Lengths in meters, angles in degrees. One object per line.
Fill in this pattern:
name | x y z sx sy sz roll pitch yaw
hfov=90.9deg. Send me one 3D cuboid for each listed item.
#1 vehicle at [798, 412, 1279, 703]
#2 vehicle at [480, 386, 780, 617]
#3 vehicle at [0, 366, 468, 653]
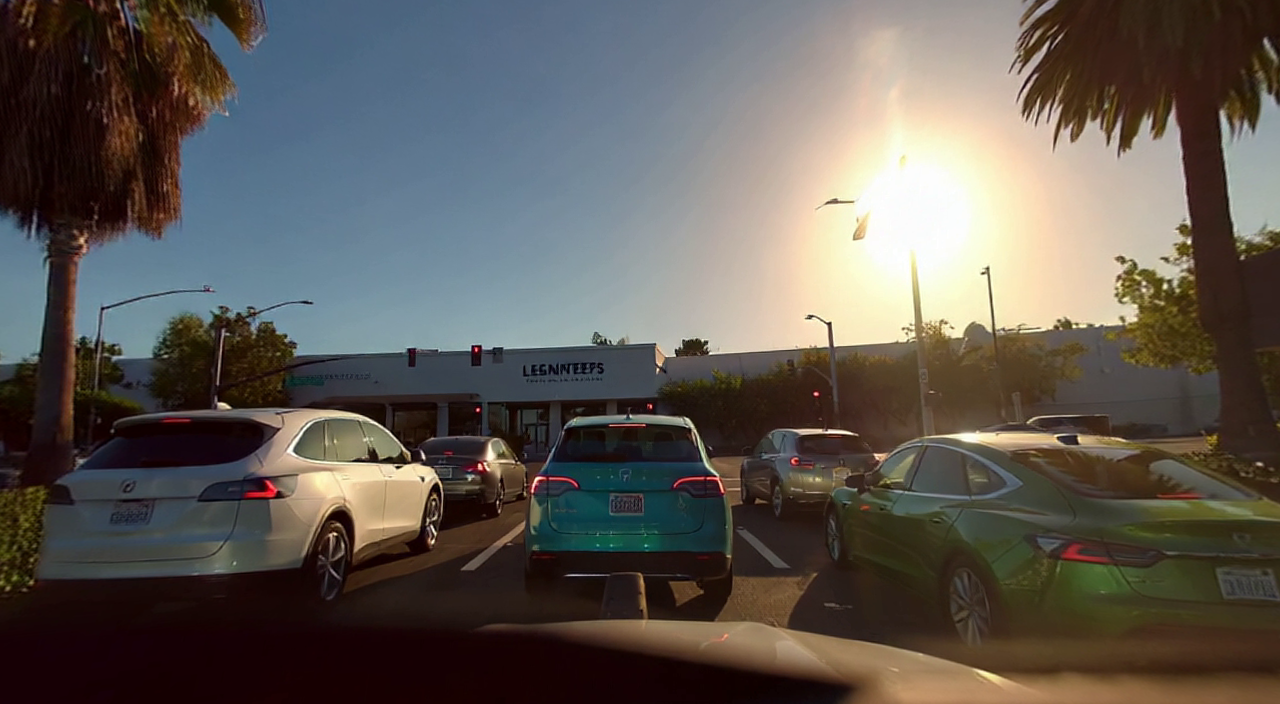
vehicle | 2.960 1.369 5.260 2.017 1.491 4.611 0 -8 -1
vehicle | -0.136 1.457 7.070 2.280 1.747 4.361 0 -8 -2
vehicle | -3.347 1.282 6.129 2.014 1.755 4.360 0 -8 1
